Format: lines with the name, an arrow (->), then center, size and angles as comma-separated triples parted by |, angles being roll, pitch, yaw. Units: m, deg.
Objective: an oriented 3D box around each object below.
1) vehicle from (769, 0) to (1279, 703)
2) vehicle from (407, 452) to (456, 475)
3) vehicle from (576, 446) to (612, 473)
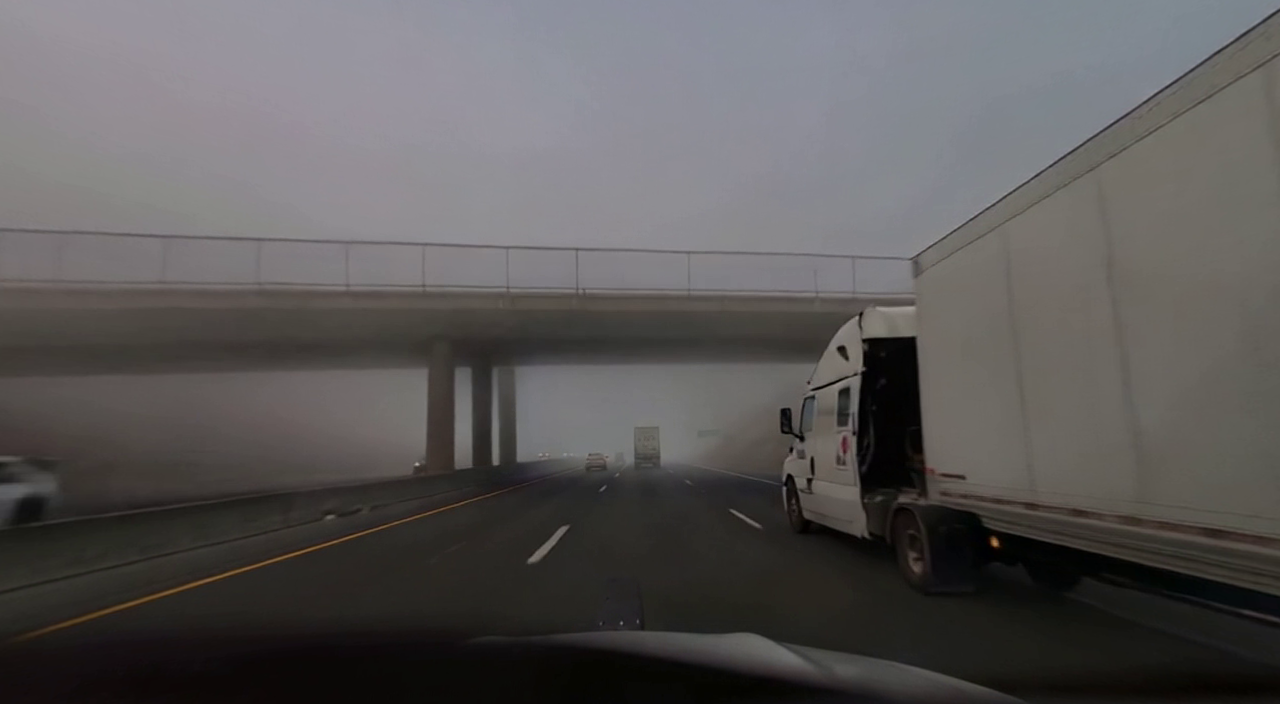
vehicle -> 4.031, -0.131, 3.574 | 3.131, 4.037, 16.729 | 0, -9, 0
vehicle -> -15.185, 8.134, 46.259 | 1.889, 1.591, 4.713 | 0, -9, 1
vehicle -> -2.920, 6.948, 40.879 | 2.007, 1.647, 3.854 | 0, -9, 0
